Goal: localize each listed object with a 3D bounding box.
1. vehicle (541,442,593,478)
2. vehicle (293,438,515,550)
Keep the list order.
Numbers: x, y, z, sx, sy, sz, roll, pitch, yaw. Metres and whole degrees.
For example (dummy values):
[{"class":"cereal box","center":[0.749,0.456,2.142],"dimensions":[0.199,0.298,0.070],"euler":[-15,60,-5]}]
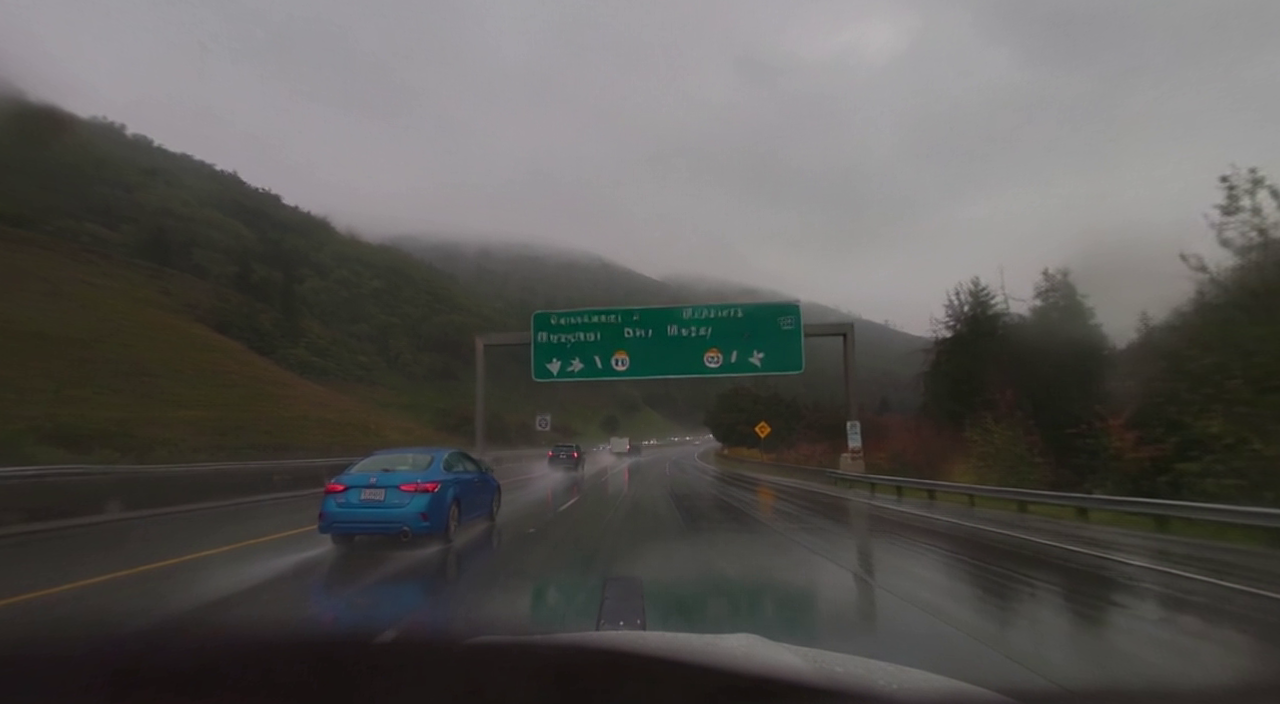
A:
[{"class":"vehicle","center":[-3.620,5.456,32.097],"dimensions":[2.073,1.694,4.162],"euler":[-1,-9,1]},{"class":"vehicle","center":[-3.558,2.228,10.614],"dimensions":[1.988,1.440,4.504],"euler":[0,-9,0]}]
